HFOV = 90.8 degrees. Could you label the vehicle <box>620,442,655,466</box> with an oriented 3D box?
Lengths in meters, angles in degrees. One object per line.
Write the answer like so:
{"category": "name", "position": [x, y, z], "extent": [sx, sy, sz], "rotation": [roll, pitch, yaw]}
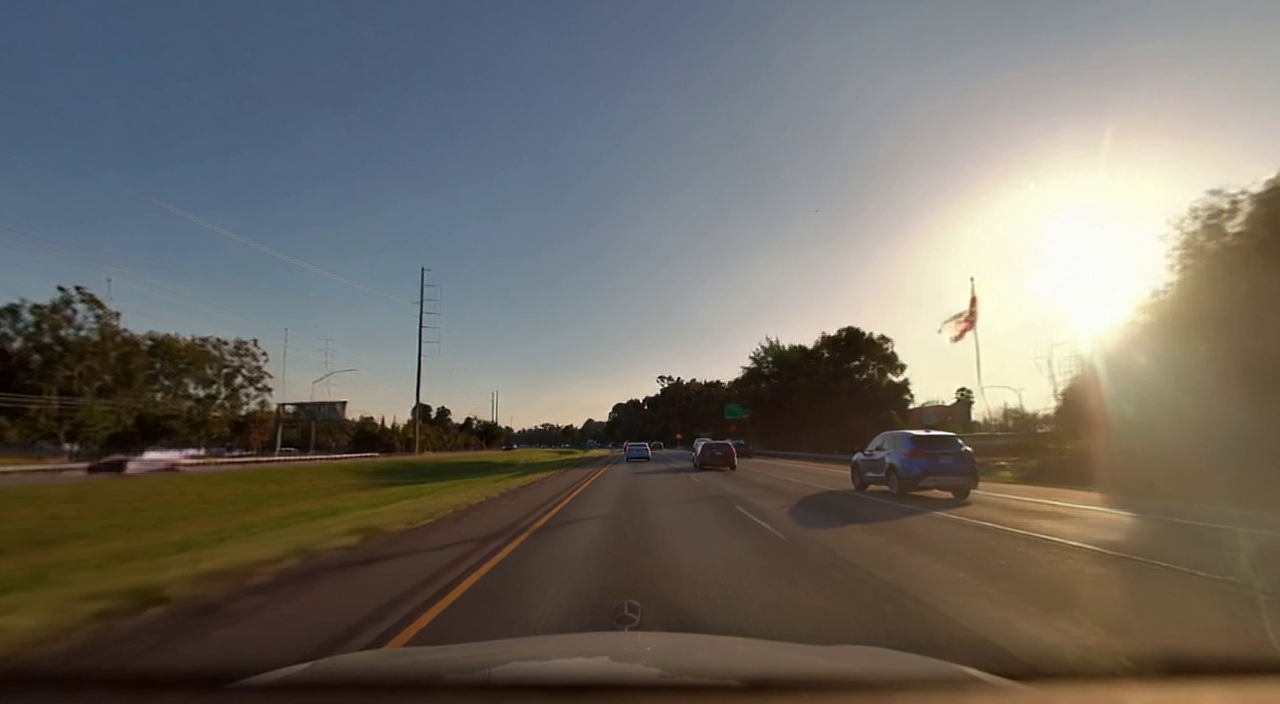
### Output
{"category": "vehicle", "position": [-0.179, 6.428, 40.057], "extent": [2.085, 1.449, 3.860], "rotation": [0, -8, -1]}

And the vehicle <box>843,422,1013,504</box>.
{"category": "vehicle", "position": [7.249, 2.835, 16.615], "extent": [2.114, 1.800, 4.779], "rotation": [0, -8, -1]}

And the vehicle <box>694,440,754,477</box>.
{"category": "vehicle", "position": [3.627, 4.677, 28.107], "extent": [1.978, 1.488, 4.252], "rotation": [0, -8, -2]}
